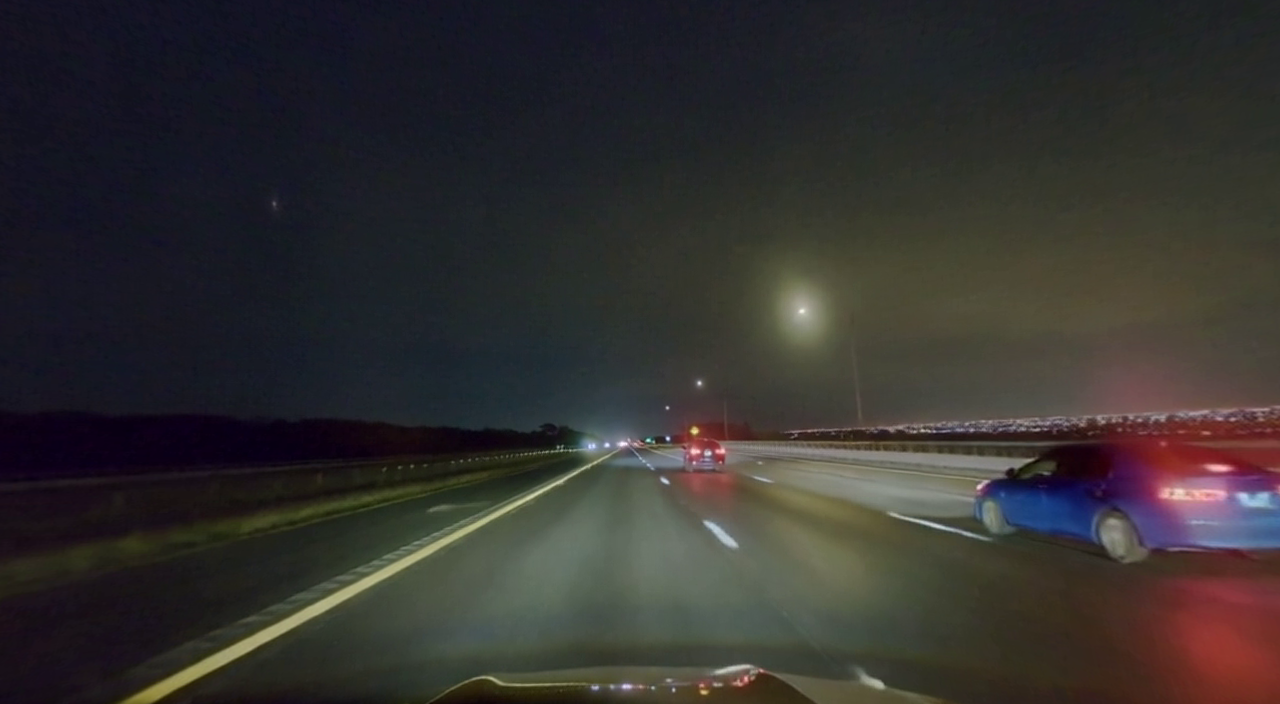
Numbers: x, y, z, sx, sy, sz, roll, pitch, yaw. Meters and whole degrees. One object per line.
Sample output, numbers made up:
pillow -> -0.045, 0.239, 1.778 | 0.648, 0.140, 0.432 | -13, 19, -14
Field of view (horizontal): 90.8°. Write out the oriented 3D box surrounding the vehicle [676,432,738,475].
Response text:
vehicle -> 2.951, 4.610, 28.963 | 2.141, 1.785, 4.778 | 0, -8, -2

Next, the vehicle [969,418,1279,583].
vehicle -> 6.763, 1.739, 8.399 | 2.046, 1.509, 4.929 | 0, -8, -1
